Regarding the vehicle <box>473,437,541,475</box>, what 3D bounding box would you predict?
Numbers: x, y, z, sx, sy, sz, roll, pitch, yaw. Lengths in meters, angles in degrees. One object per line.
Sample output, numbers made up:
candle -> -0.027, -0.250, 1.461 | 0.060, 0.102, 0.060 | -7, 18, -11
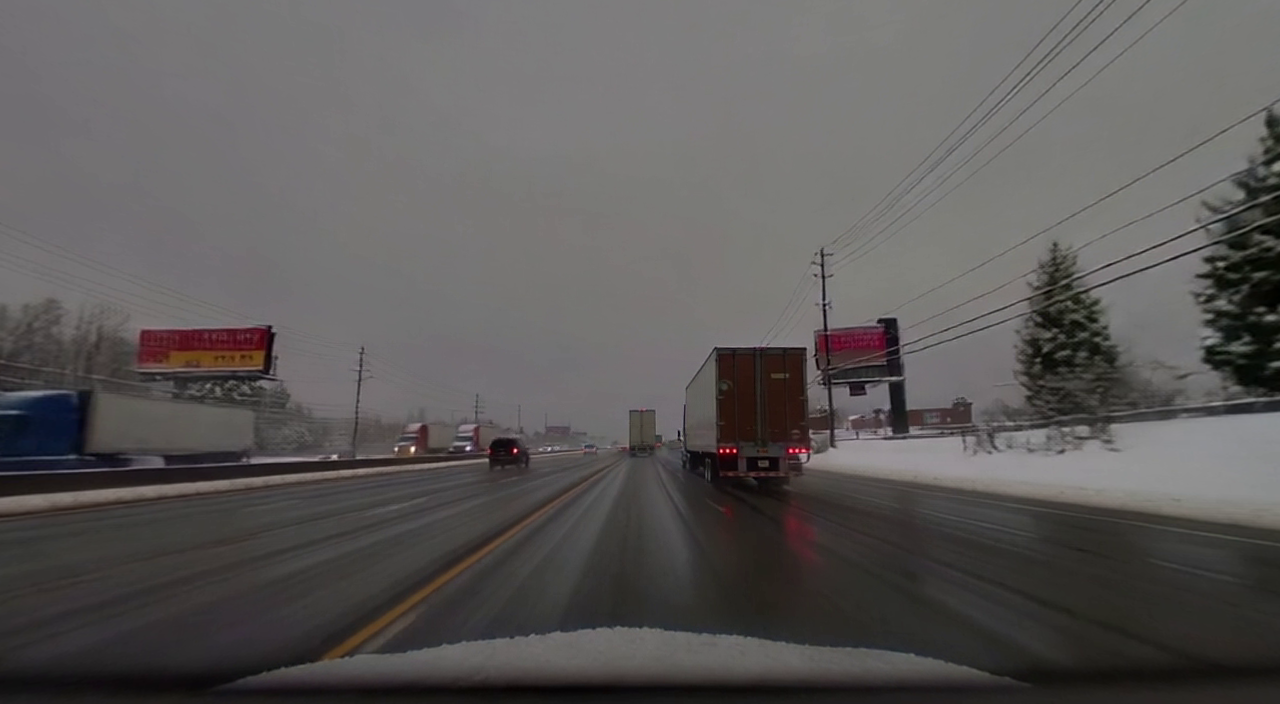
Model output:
vehicle -> -7.308, 5.796, 35.457 | 2.425, 1.917, 5.647 | -1, -9, 1

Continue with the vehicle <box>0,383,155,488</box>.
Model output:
vehicle -> -24.741, 3.477, 25.874 | 2.894, 3.754, 8.528 | 0, -9, 0

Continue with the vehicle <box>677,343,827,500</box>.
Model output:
vehicle -> 3.450, 3.073, 25.137 | 2.892, 4.152, 16.575 | 0, -9, 0
